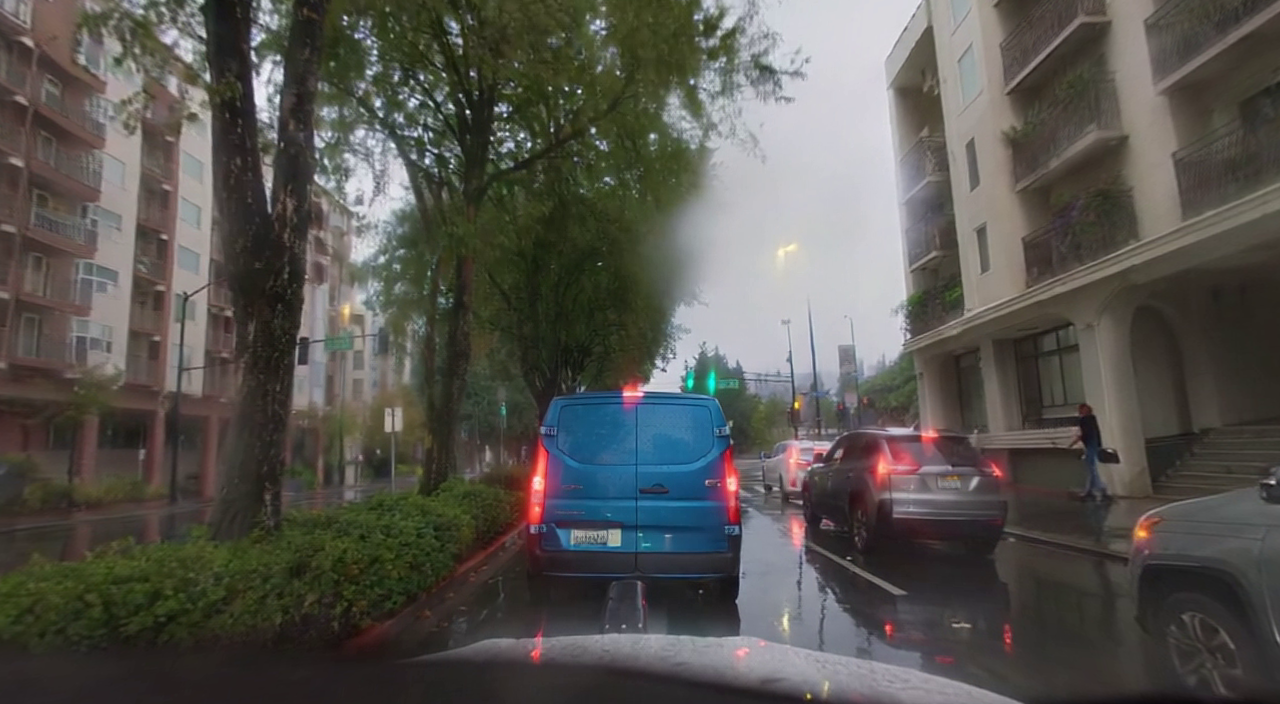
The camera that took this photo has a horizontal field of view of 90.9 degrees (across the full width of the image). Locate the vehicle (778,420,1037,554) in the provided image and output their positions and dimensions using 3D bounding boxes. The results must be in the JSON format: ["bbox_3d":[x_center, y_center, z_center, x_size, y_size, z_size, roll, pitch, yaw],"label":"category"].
[{"bbox_3d":[3.919,2.065,10.412,2.061,1.676,4.734,0,-9,-2],"label":"vehicle"}]

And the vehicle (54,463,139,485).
[{"bbox_3d":[-38.456,8.631,44.646,4.396,1.458,1.809,-1,-9,2],"label":"vehicle"}]

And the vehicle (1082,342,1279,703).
[{"bbox_3d":[3.806,0.695,1.751,2.157,1.748,4.130,0,-9,1],"label":"vehicle"}]

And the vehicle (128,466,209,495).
[{"bbox_3d":[-33.248,9.073,44.534,4.292,1.492,1.772,-6,-14,-1],"label":"vehicle"}]

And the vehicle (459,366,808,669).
[{"bbox_3d":[-0.037,1.320,6.045,2.101,1.828,4.270,0,-9,0],"label":"vehicle"}]

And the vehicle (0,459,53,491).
[{"bbox_3d":[-35.518,6.840,35.174,3.843,1.680,1.782,-1,-9,5],"label":"vehicle"}]
